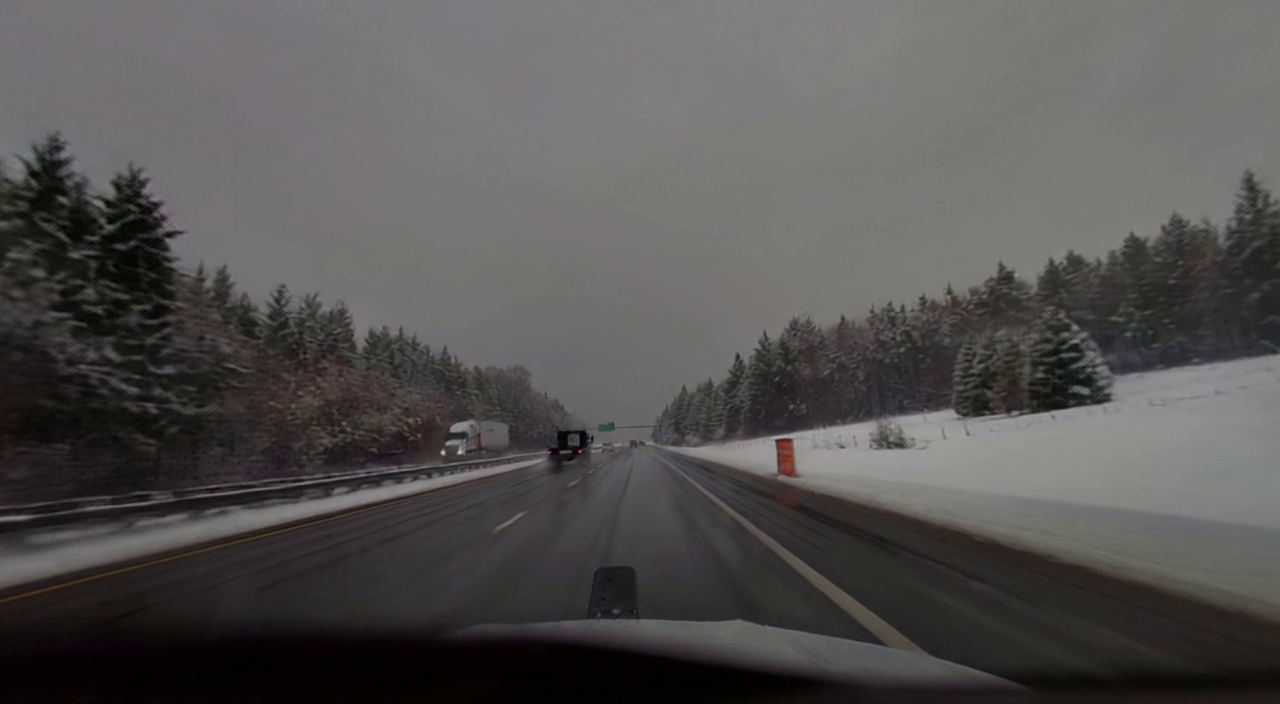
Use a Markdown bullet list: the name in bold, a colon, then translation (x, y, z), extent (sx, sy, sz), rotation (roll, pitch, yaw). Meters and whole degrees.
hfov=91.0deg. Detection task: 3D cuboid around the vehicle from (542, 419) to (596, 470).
- **vehicle**: translation (-3.923, 5.238, 35.848), extent (2.484, 2.625, 5.907), rotation (0, -8, -1)
